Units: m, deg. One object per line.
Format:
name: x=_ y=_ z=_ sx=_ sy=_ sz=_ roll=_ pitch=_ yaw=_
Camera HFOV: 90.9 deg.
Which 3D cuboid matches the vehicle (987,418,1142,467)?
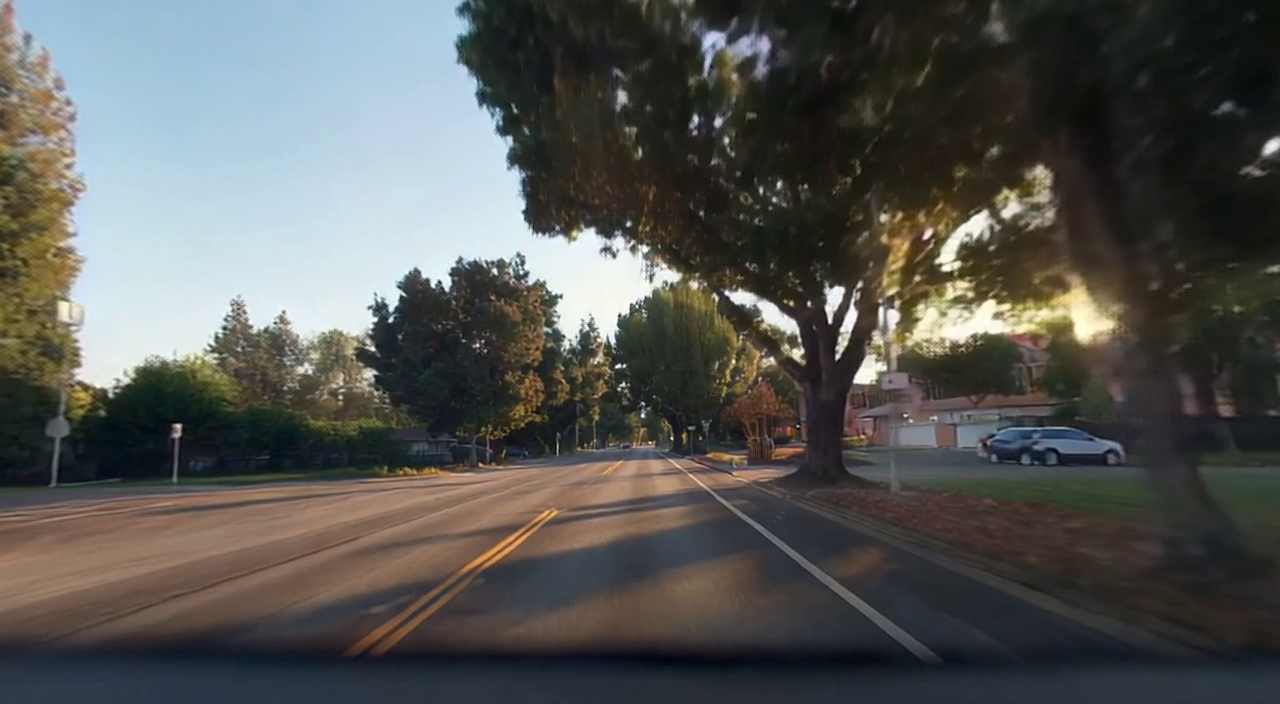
vehicle: x=18.273 y=3.918 z=27.387 sx=4.978 sy=1.991 sz=2.234 roll=-1 pitch=-8 yaw=3
